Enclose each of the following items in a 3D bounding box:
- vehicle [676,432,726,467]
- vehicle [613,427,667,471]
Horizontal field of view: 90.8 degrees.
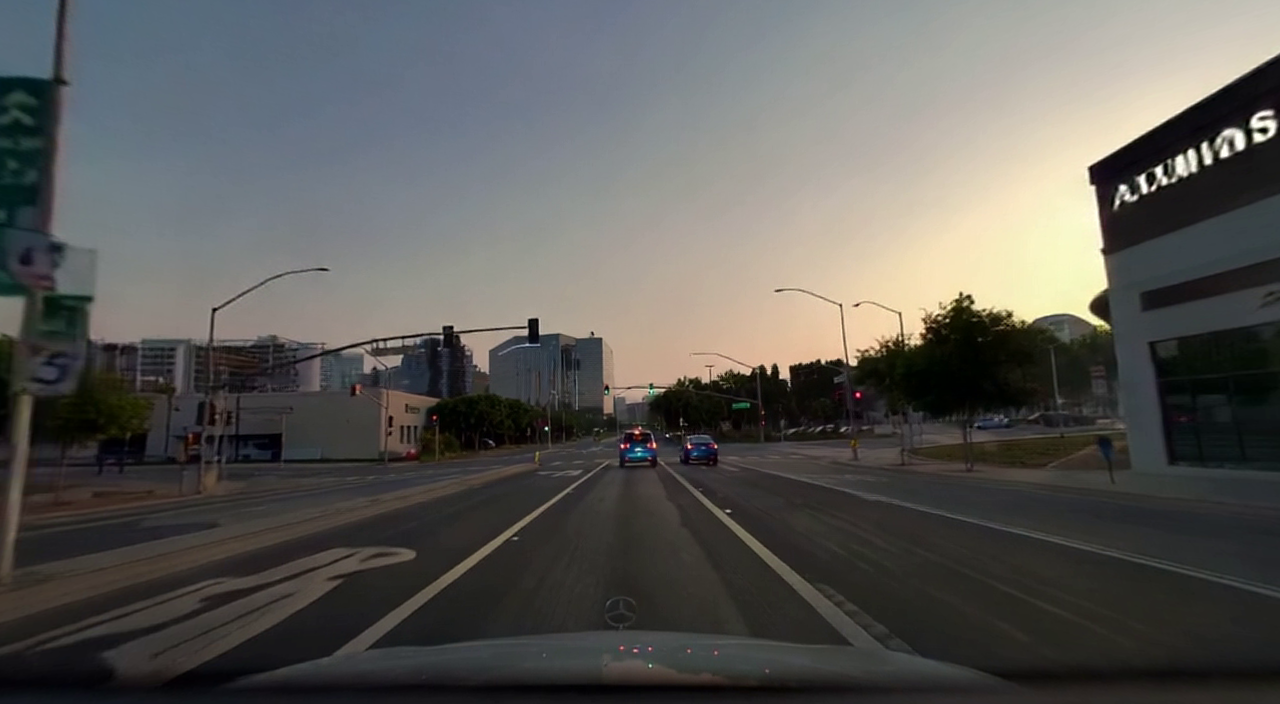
[{"bbox_3d":[3.222,5.228,34.074,2.107,1.736,4.228,0,-8,-2],"label":"vehicle"},{"bbox_3d":[-0.098,4.714,30.845,2.413,1.939,4.716,0,-8,-2],"label":"vehicle"}]
